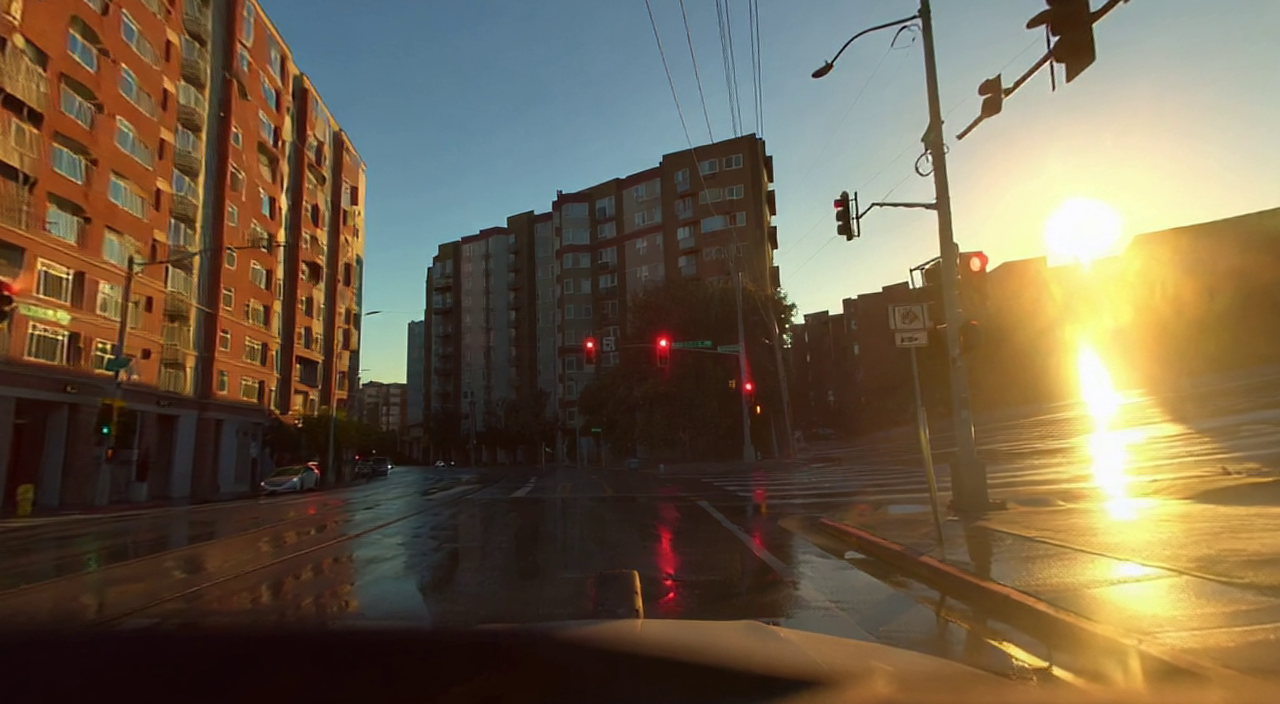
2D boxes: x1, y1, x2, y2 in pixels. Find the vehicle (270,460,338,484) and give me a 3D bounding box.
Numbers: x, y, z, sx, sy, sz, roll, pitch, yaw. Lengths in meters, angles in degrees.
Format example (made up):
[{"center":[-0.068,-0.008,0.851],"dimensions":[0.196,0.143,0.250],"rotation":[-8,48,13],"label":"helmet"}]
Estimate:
[{"center":[-24.650,8.797,46.271],"dimensions":[3.882,1.600,1.768],"rotation":[0,-9,2],"label":"vehicle"}]
